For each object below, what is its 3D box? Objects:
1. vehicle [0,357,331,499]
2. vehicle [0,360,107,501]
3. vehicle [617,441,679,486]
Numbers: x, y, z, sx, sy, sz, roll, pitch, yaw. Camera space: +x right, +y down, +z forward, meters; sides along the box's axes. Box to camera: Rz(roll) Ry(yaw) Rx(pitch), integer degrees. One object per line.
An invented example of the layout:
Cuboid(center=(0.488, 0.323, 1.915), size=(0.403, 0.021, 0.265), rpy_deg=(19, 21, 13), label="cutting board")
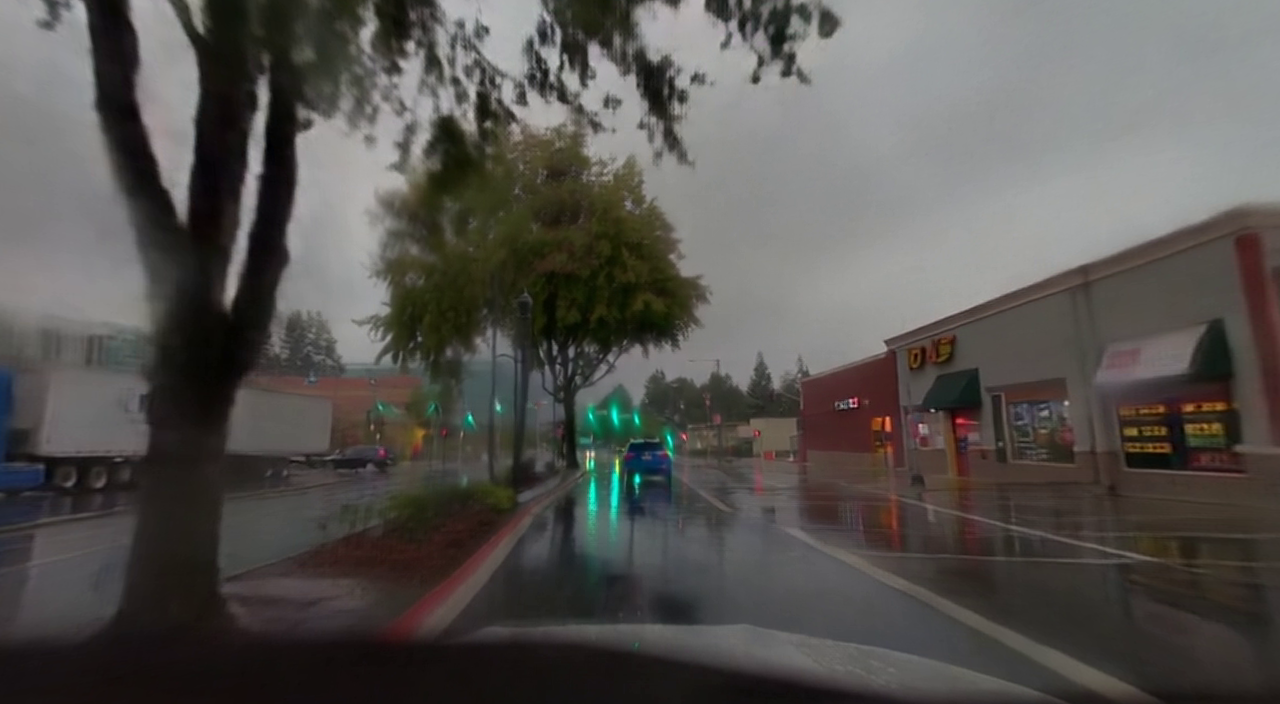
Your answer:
Cuboid(center=(-17.596, 3.024, 23.808), size=(2.792, 4.025, 11.784), rpy_deg=(-3, -9, 20), label="vehicle")
Cuboid(center=(-19.784, 2.220, 17.890), size=(3.045, 3.961, 6.104), rpy_deg=(-3, -9, 19), label="vehicle")
Cuboid(center=(0.336, 3.937, 22.660), size=(2.006, 1.470, 3.799), rpy_deg=(0, -8, 2), label="vehicle")
